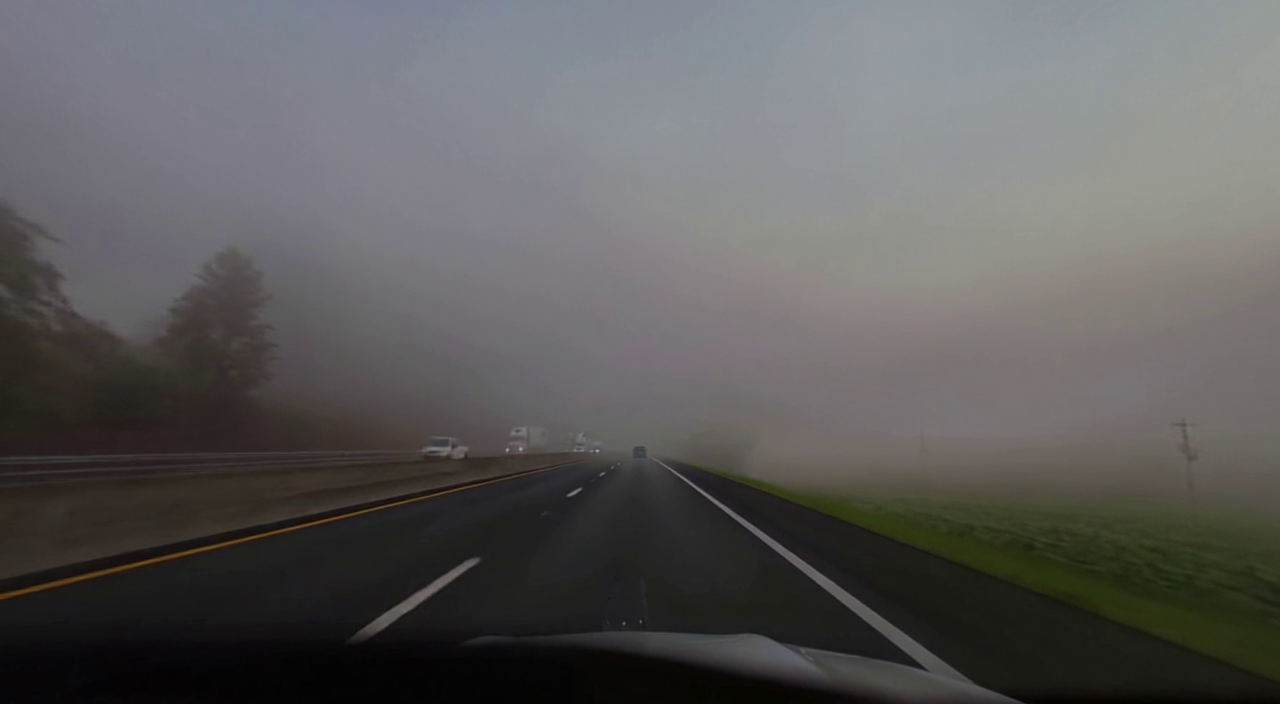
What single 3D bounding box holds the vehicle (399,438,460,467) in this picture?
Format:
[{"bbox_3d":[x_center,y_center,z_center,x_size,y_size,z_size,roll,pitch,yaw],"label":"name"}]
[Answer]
[{"bbox_3d":[-11.520,5.556,34.736,1.928,1.486,4.088,0,-9,0],"label":"vehicle"}]
